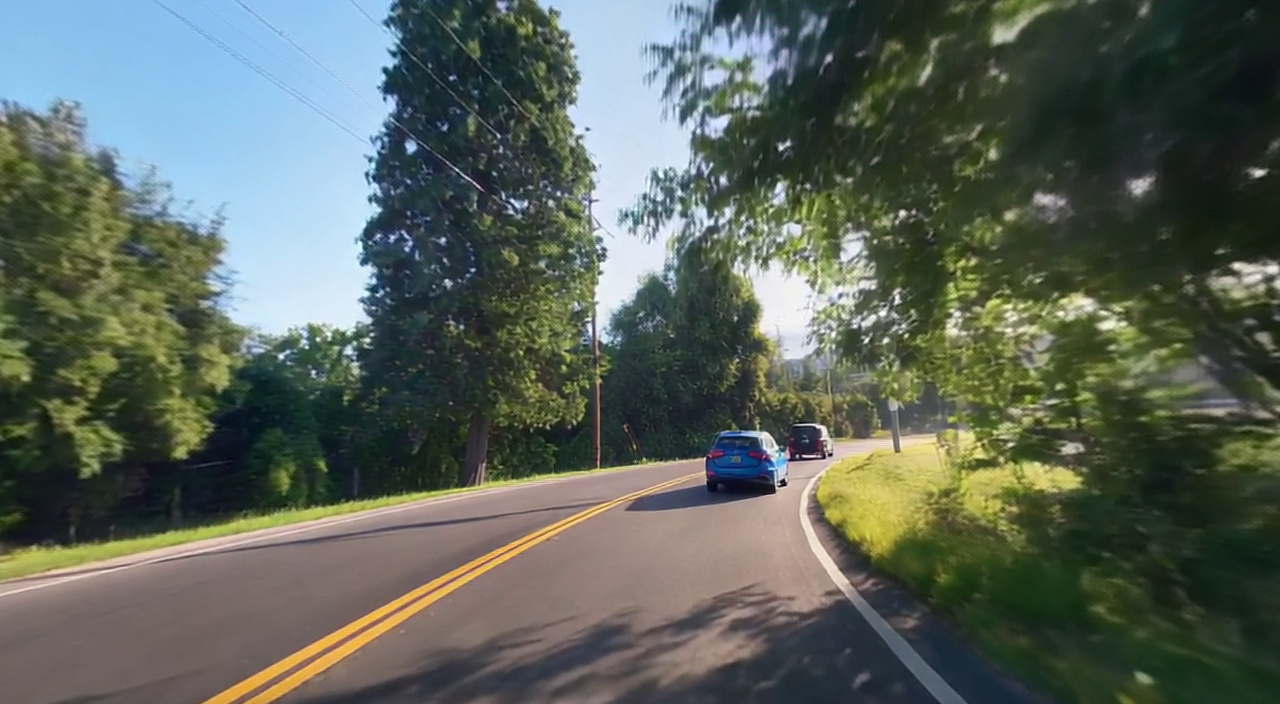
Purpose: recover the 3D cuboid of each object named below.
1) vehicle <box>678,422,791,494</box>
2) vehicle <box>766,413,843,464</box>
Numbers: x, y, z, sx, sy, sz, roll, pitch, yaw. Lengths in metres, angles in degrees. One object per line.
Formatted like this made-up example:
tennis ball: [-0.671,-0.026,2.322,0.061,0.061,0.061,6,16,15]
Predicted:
vehicle: [2.597,2.701,16.398,2.157,1.565,4.243,-3,-9,18]
vehicle: [7.988,4.149,30.119,2.376,2.145,5.953,-4,-9,26]
